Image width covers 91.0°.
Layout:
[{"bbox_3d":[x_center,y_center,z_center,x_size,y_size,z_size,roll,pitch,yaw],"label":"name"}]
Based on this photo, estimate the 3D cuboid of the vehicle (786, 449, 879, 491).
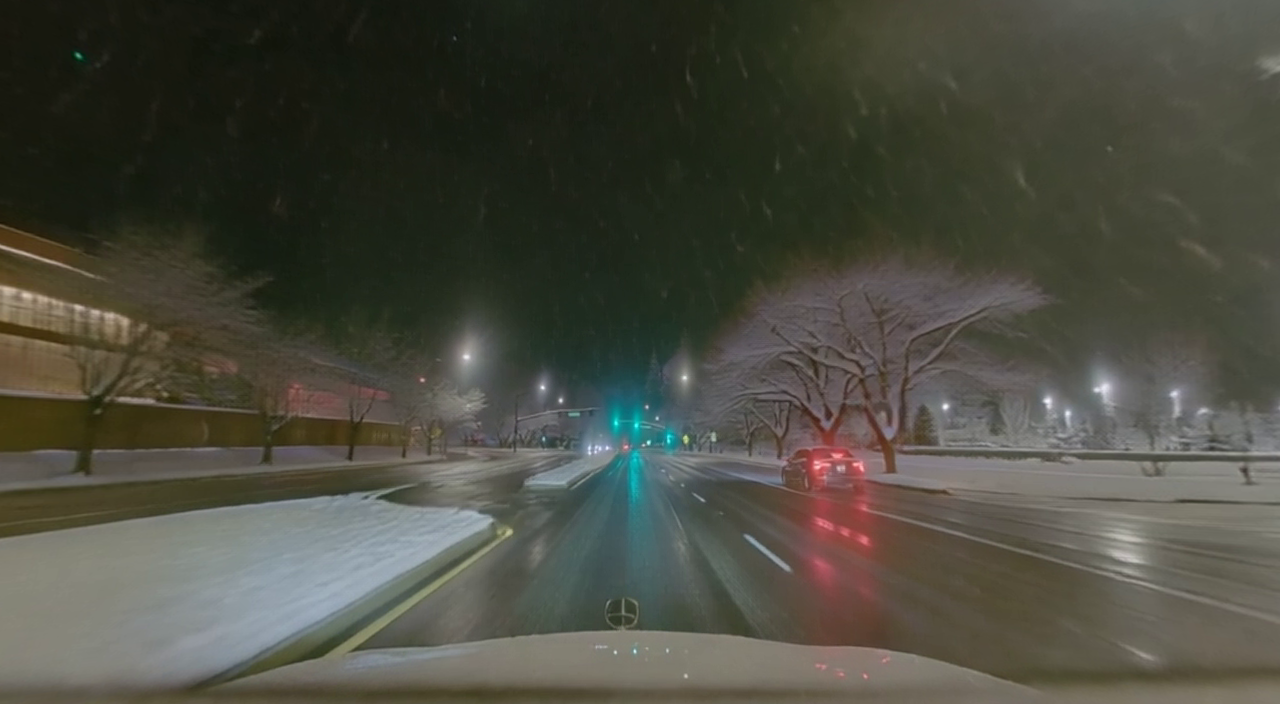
[{"bbox_3d":[7.272,4.470,24.270,2.054,1.421,4.487,0,-9,-2],"label":"vehicle"}]
